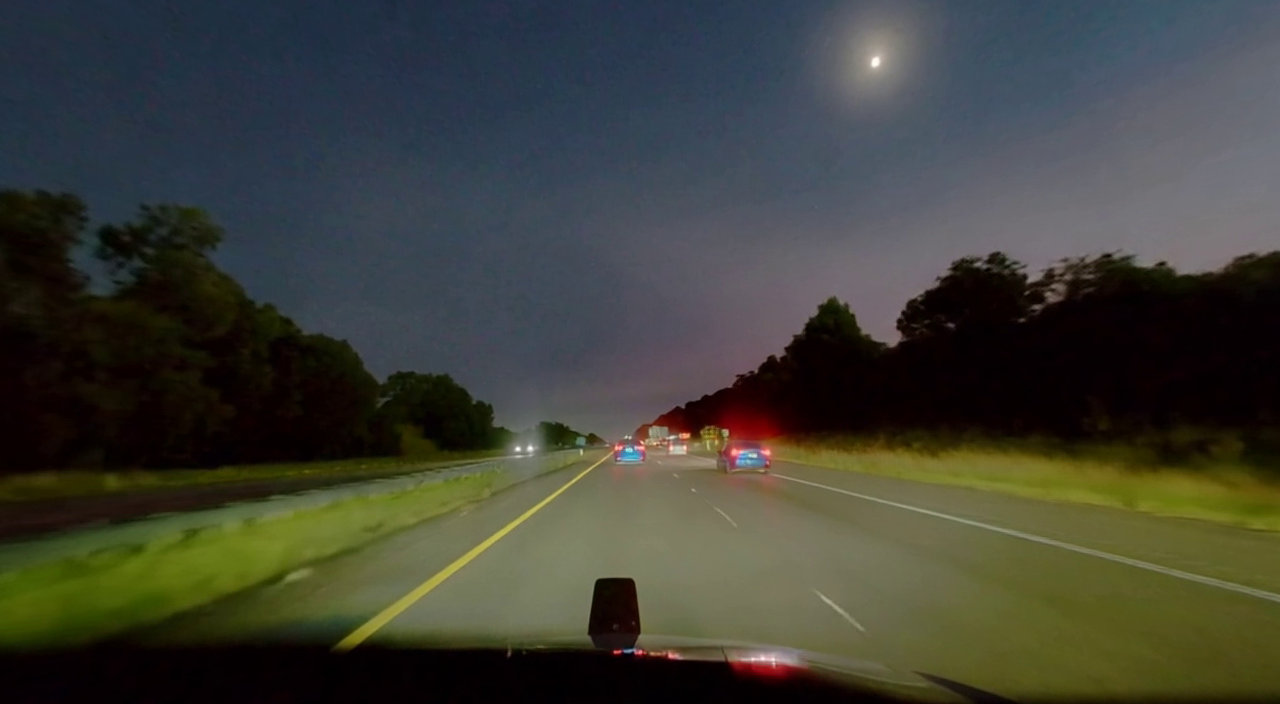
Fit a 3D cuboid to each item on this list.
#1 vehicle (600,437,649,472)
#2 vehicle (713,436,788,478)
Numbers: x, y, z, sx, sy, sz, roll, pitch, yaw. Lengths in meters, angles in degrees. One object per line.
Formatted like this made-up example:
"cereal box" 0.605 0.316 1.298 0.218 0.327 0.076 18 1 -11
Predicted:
"vehicle" -0.695 4.716 29.318 2.143 1.466 3.693 0 -8 -1
"vehicle" 4.288 4.126 25.231 2.066 1.526 4.216 0 -8 -3
